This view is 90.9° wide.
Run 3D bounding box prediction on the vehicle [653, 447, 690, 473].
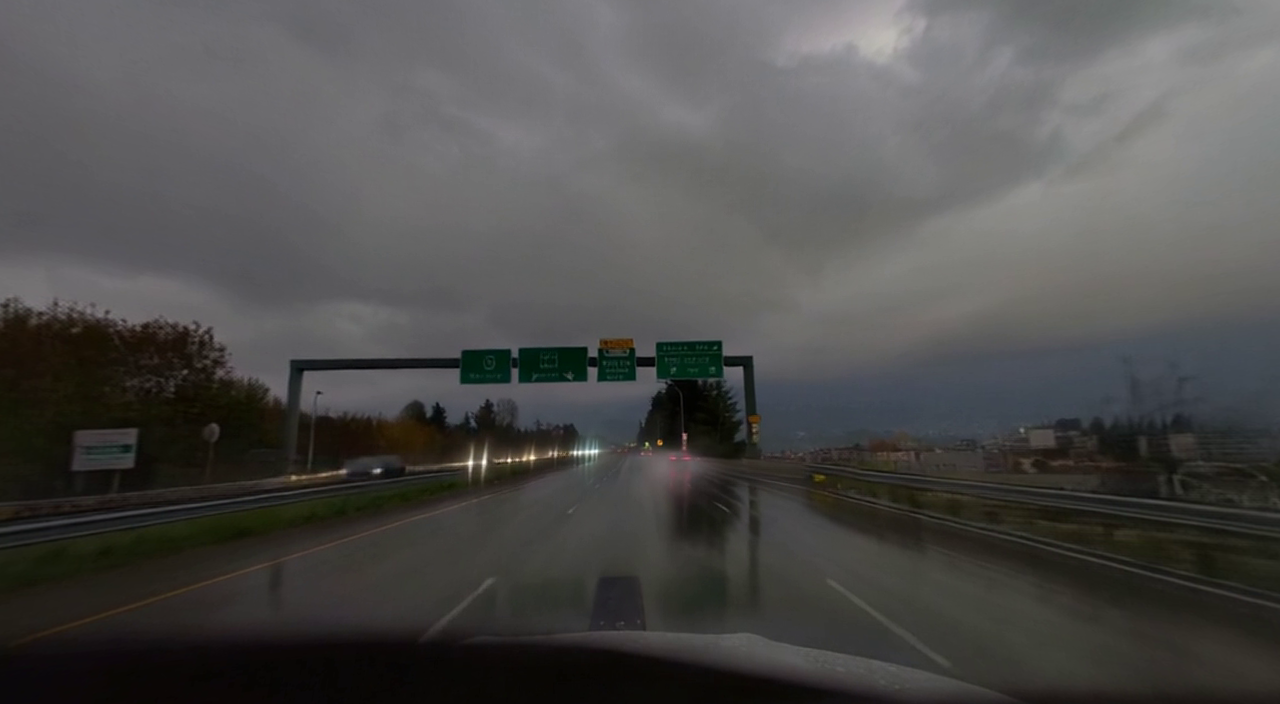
[{"bbox_3d":[1.874,6.515,38.145,2.036,1.457,3.471,0,-9,0],"label":"vehicle"}]
